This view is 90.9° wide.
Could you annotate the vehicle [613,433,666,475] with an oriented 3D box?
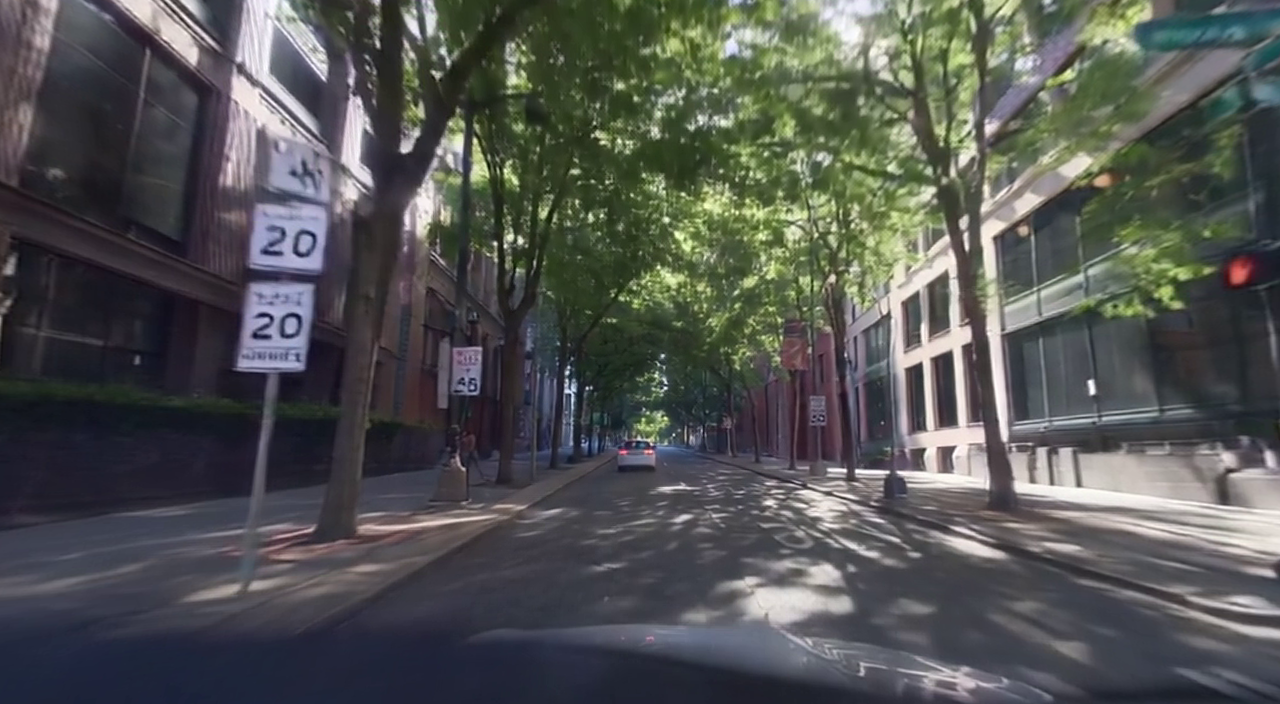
[{"bbox_3d":[-0.058,4.253,26.511,2.079,1.621,3.861,0,-8,-1],"label":"vehicle"}]
